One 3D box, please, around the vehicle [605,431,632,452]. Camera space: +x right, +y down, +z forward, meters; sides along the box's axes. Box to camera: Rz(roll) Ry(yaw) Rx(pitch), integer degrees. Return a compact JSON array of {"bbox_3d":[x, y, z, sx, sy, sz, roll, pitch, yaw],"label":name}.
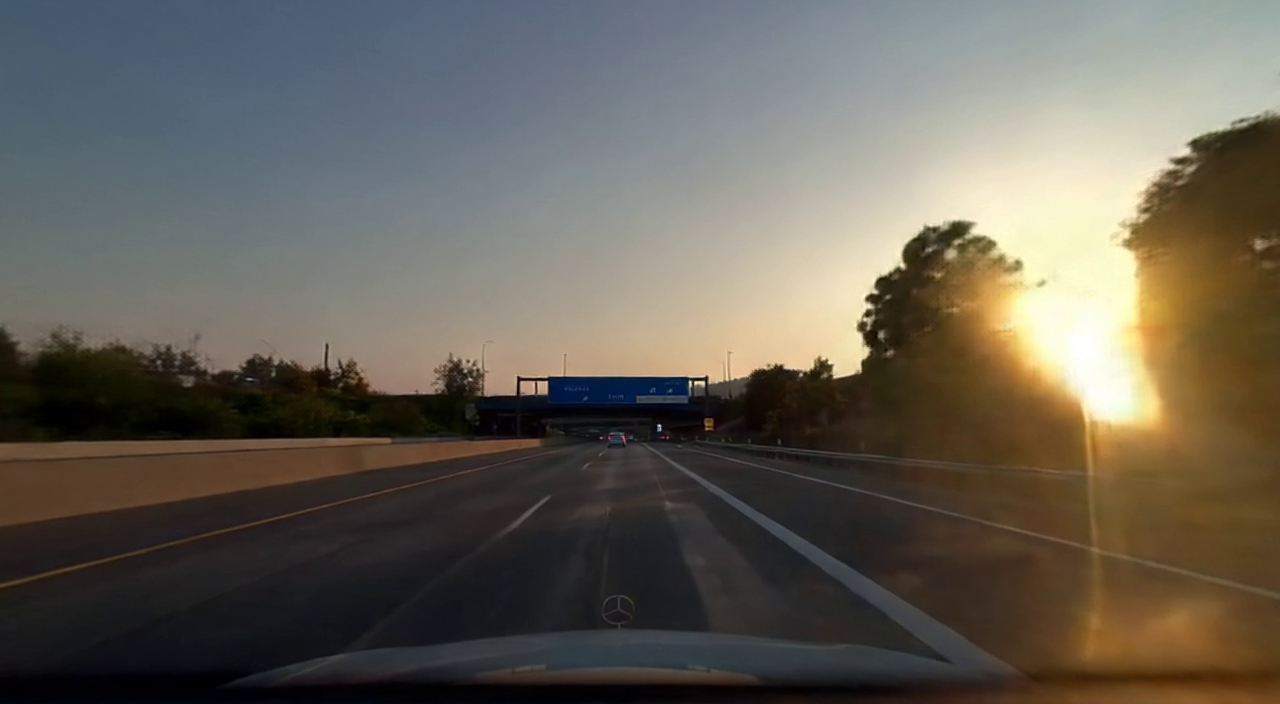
[{"bbox_3d":[-1.650,6.924,48.526,2.025,1.519,3.924,0,-8,-2],"label":"vehicle"}]
